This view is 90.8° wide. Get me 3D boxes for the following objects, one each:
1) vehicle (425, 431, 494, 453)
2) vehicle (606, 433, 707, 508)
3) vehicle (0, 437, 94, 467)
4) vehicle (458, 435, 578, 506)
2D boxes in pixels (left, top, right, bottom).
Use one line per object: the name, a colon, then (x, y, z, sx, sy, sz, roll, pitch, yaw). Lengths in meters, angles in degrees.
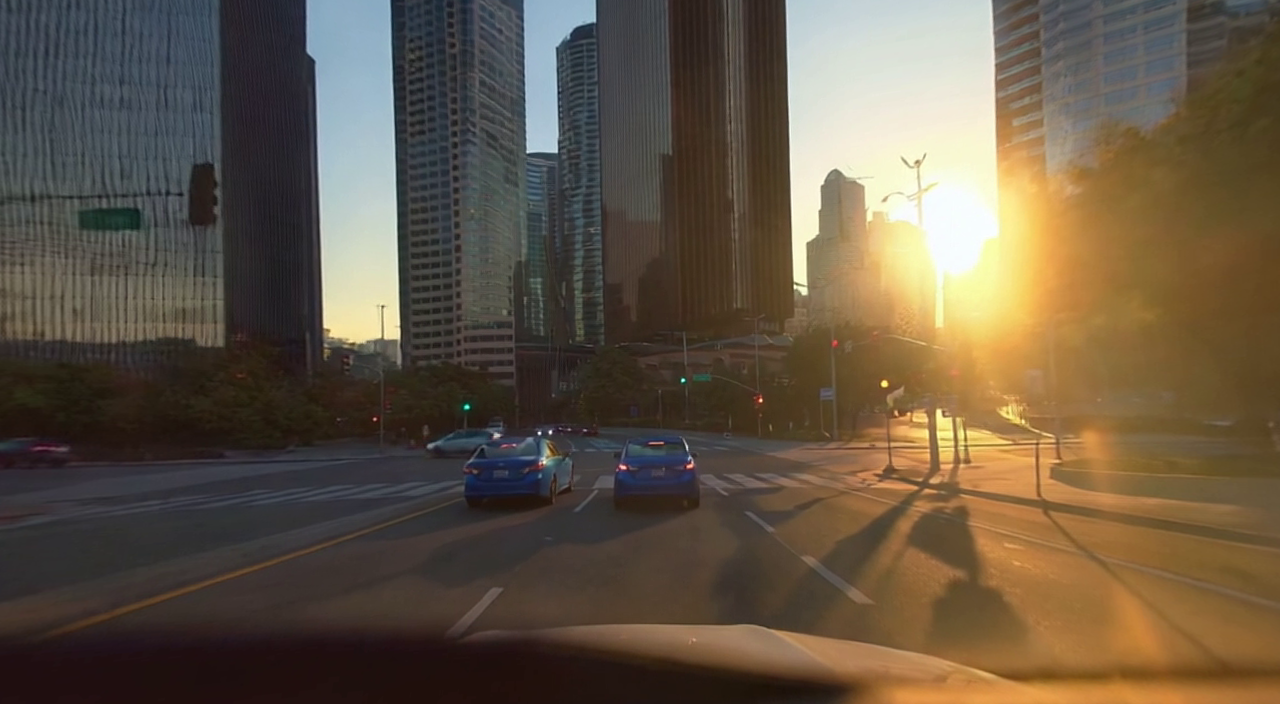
vehicle: (-12.692, 6.394, 44.706, 4.533, 1.520, 1.887, 2, -9, -11)
vehicle: (0.315, 2.664, 14.606, 2.016, 1.478, 3.795, 0, -8, 0)
vehicle: (-34.749, 5.738, 36.249, 4.694, 1.677, 1.847, 2, -9, -14)
vehicle: (-2.816, 2.859, 15.716, 1.995, 1.479, 4.627, 0, -8, 1)
